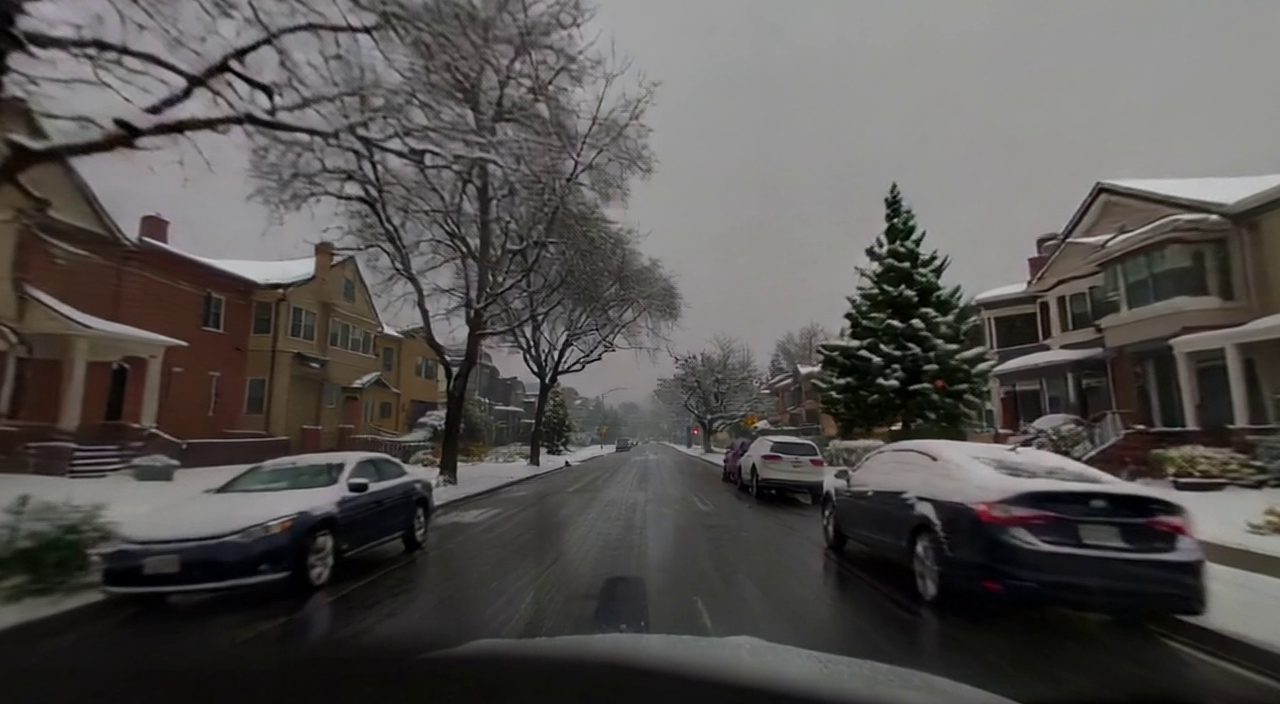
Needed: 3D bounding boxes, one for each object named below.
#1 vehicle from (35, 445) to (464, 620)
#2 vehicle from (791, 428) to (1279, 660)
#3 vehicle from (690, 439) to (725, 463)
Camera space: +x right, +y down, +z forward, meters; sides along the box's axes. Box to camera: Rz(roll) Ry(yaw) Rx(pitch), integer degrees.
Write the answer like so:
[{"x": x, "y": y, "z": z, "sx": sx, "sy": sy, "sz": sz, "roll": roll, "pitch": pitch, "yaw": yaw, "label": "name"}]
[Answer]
[{"x": -3.677, "y": 1.721, "z": 7.056, "sx": 1.995, "sy": 1.330, "sz": 4.080, "roll": -1, "pitch": -8, "yaw": 4, "label": "vehicle"}, {"x": 3.256, "y": 1.610, "z": 6.709, "sx": 2.000, "sy": 1.456, "sz": 5.251, "roll": 0, "pitch": -8, "yaw": 0, "label": "vehicle"}, {"x": 4.501, "y": 6.705, "z": 42.719, "sx": 2.102, "sy": 1.504, "sz": 4.471, "roll": 0, "pitch": -8, "yaw": 3, "label": "vehicle"}]
